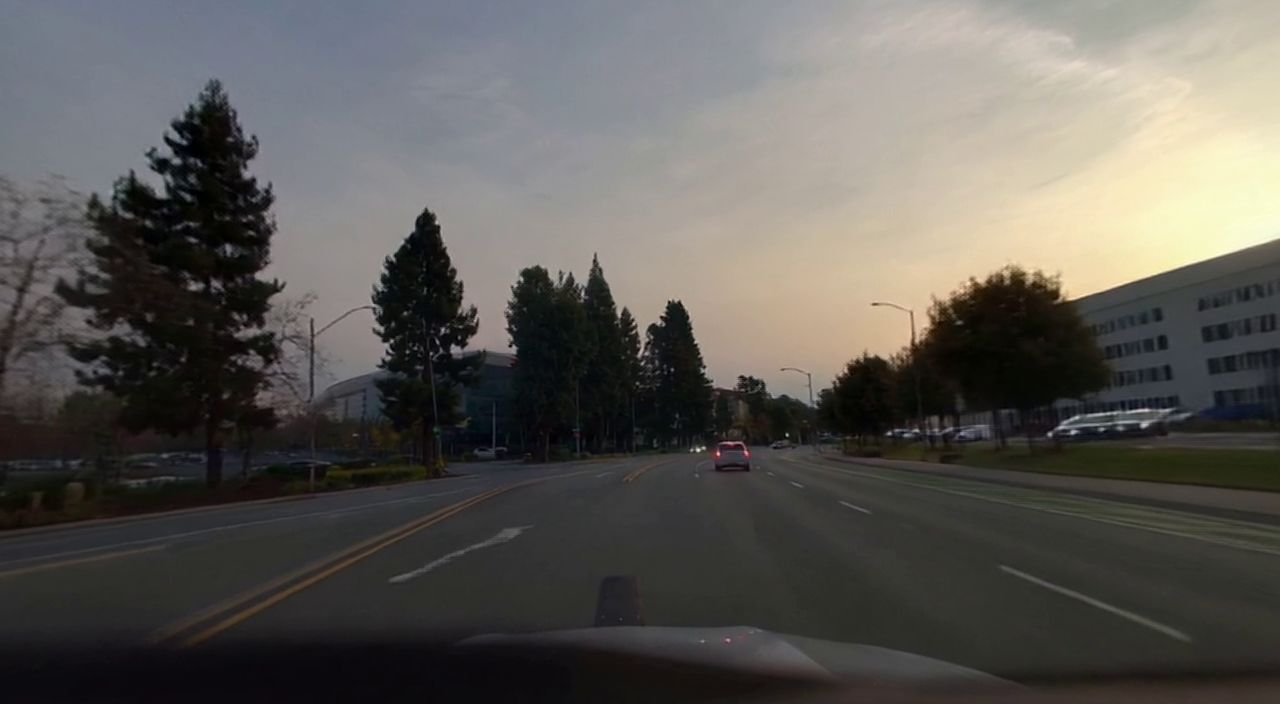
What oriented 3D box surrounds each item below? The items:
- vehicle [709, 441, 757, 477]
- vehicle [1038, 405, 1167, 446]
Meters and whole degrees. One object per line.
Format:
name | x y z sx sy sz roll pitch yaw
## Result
vehicle | 4.646 5.425 32.133 2.181 1.639 4.127 -1 -9 6
vehicle | 22.215 3.583 30.518 4.359 1.849 2.152 -1 -9 6
